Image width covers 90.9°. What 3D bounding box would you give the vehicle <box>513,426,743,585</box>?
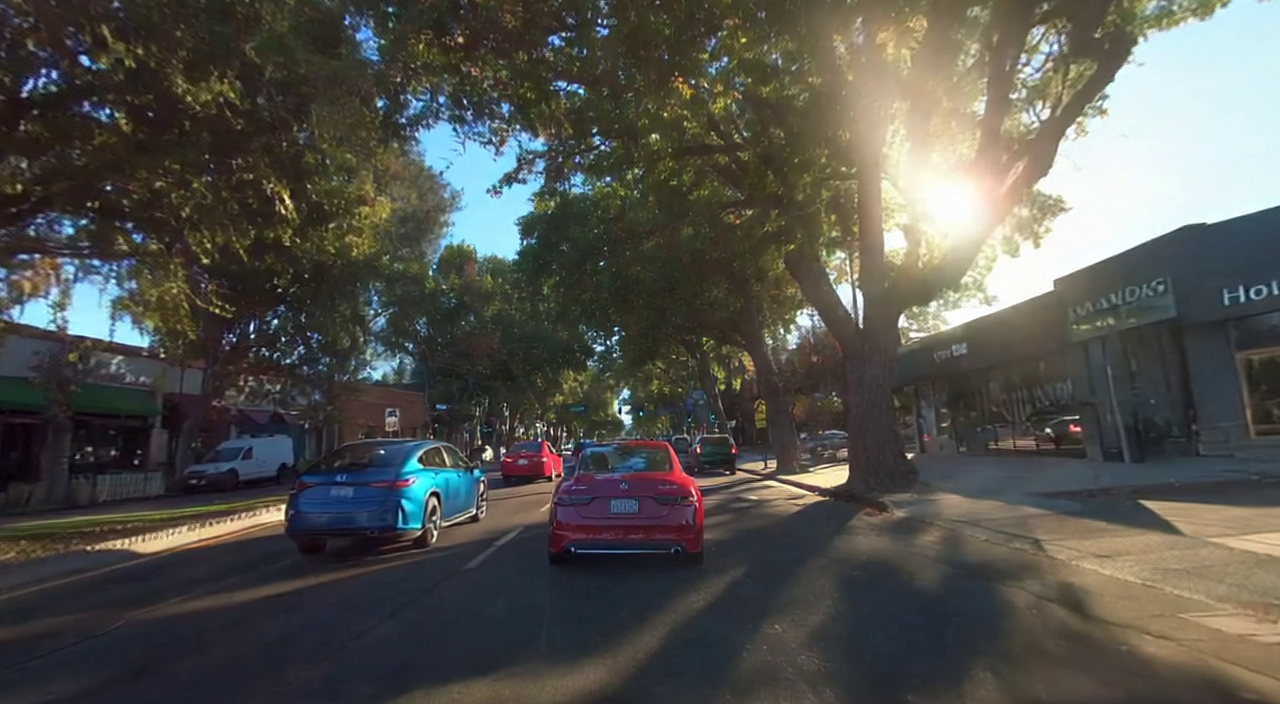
[{"bbox_3d":[-0.121,1.755,8.029,2.160,1.482,4.037,0,-9,0],"label":"vehicle"}]

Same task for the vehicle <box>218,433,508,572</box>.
[{"bbox_3d":[-3.408,1.928,8.937,2.029,1.456,4.414,0,-9,1],"label":"vehicle"}]
